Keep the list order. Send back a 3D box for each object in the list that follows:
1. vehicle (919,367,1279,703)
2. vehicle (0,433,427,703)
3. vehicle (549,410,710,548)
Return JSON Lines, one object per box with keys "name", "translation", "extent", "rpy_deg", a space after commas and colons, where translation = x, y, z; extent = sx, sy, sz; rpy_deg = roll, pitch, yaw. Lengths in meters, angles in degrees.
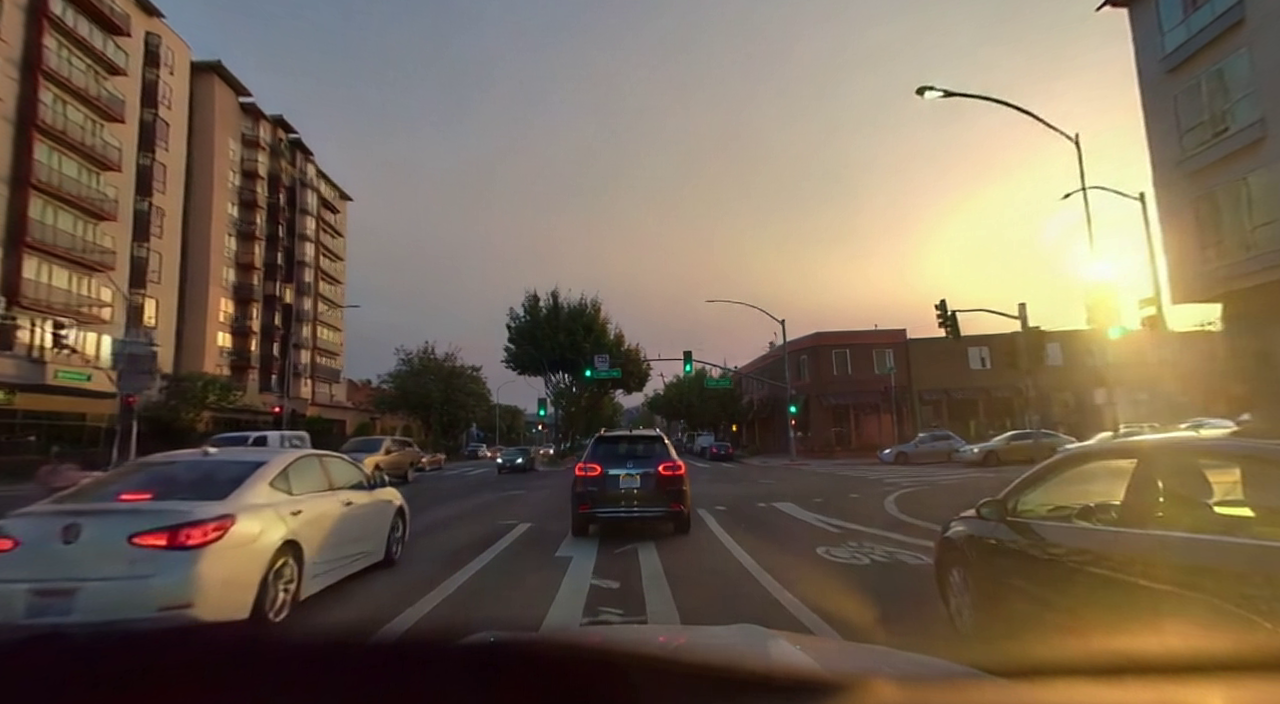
{"name": "vehicle", "translation": [3.160, 0.948, 2.792], "extent": [1.906, 1.608, 4.137], "rpy_deg": [0, -8, -1]}
{"name": "vehicle", "translation": [-3.758, 1.532, 5.695], "extent": [2.055, 1.488, 4.733], "rpy_deg": [0, -8, 0]}
{"name": "vehicle", "translation": [-0.156, 2.138, 11.403], "extent": [2.206, 1.858, 5.332], "rpy_deg": [0, -8, 0]}
